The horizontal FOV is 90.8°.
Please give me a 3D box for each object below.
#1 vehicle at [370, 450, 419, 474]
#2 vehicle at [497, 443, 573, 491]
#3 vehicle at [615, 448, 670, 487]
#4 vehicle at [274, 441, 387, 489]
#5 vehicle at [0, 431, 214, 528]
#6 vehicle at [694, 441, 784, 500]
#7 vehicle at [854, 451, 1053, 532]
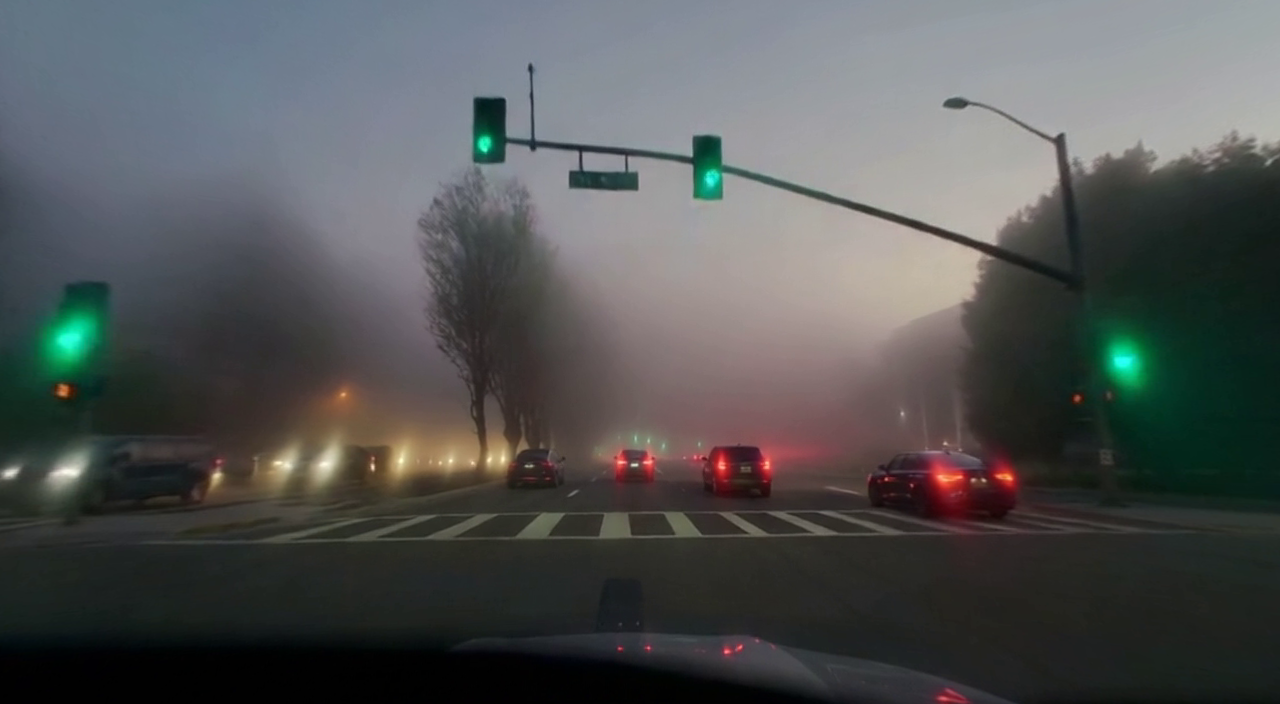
[{"bbox_3d":[-19.194,8.589,49.607,2.186,1.676,4.444,-1,-8,-1],"label":"vehicle"},{"bbox_3d":[-3.944,4.401,24.471,2.172,1.671,4.175,0,-8,0],"label":"vehicle"},{"bbox_3d":[0.050,4.929,27.297,2.155,1.486,4.403,0,-8,-1],"label":"vehicle"},{"bbox_3d":[-12.693,4.642,26.391,2.259,1.804,4.990,0,-9,-1],"label":"vehicle"},{"bbox_3d":[-12.379,2.715,14.154,2.208,1.773,4.900,0,-8,0],"label":"vehicle"},{"bbox_3d":[3.119,3.828,20.892,2.161,1.716,4.194,0,-9,-2],"label":"vehicle"},{"bbox_3d":[6.378,2.839,13.537,1.945,1.408,4.288,0,-9,-2],"label":"vehicle"}]
